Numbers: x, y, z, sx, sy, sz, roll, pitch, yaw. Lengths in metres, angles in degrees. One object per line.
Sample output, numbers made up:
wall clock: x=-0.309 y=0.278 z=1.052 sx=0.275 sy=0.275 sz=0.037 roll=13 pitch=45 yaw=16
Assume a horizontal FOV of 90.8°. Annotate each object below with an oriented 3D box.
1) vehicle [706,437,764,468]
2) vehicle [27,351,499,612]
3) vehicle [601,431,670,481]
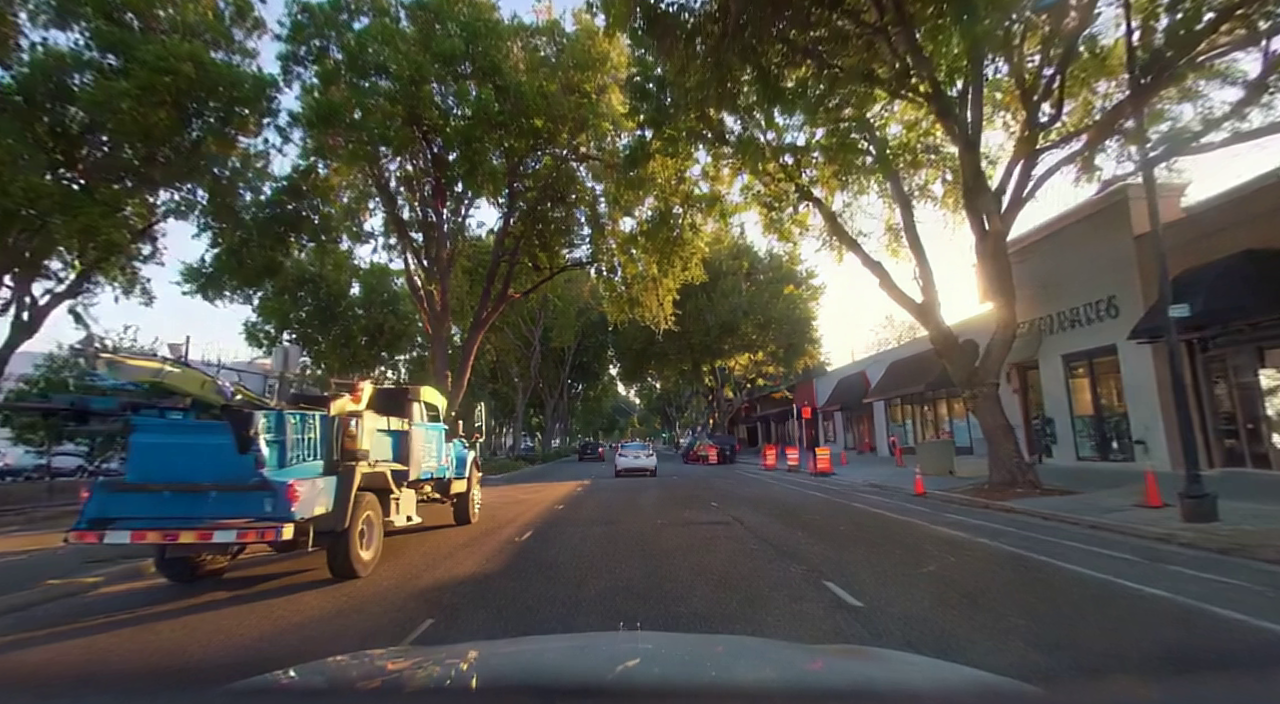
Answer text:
vehicle: x=5.377 y=5.775 z=36.445 sx=2.082 sy=1.601 sz=4.451 roll=1 pitch=-9 yaw=-9
vehicle: x=-3.614 y=1.437 z=7.920 sx=2.424 sy=2.063 sz=5.678 roll=0 pitch=-9 yaw=0
vehicle: x=-0.195 y=3.962 z=24.309 sx=2.413 sy=1.748 sz=4.406 roll=0 pitch=-8 yaw=-1
